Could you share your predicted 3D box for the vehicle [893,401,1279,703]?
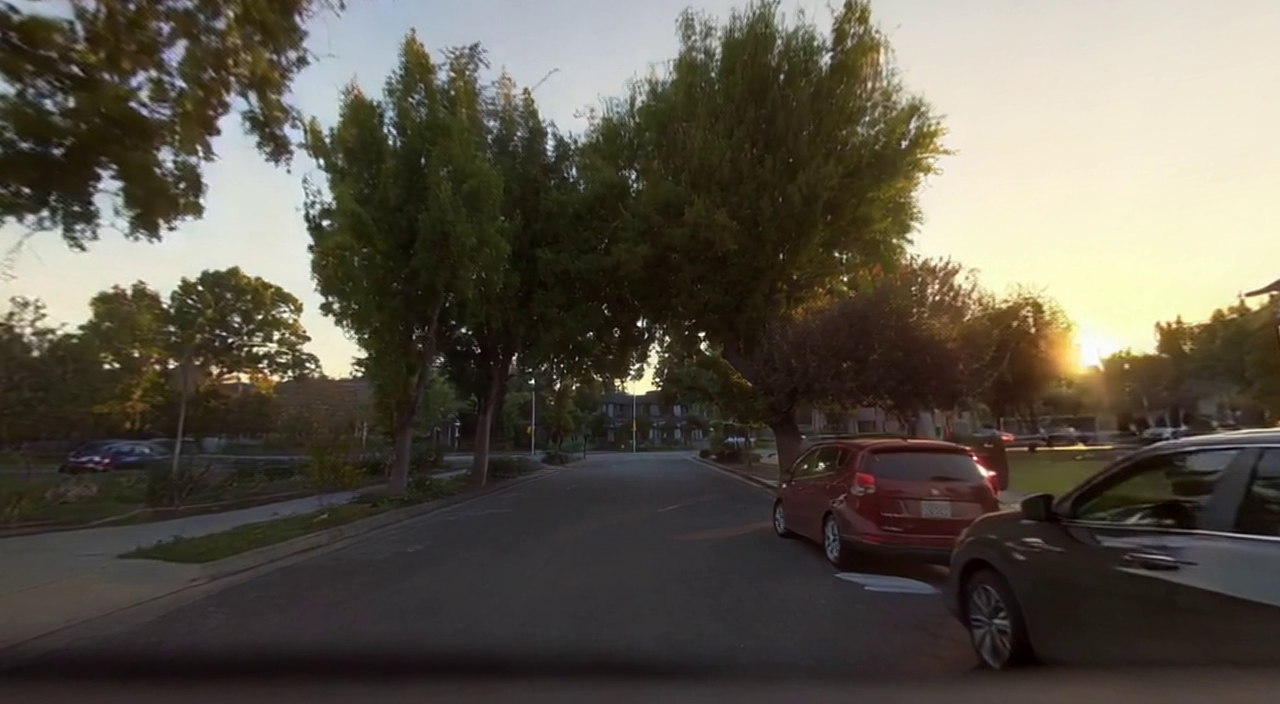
[{"bbox_3d":[3.046,1.031,2.677,2.064,1.532,4.596,0,-9,1],"label":"vehicle"}]
